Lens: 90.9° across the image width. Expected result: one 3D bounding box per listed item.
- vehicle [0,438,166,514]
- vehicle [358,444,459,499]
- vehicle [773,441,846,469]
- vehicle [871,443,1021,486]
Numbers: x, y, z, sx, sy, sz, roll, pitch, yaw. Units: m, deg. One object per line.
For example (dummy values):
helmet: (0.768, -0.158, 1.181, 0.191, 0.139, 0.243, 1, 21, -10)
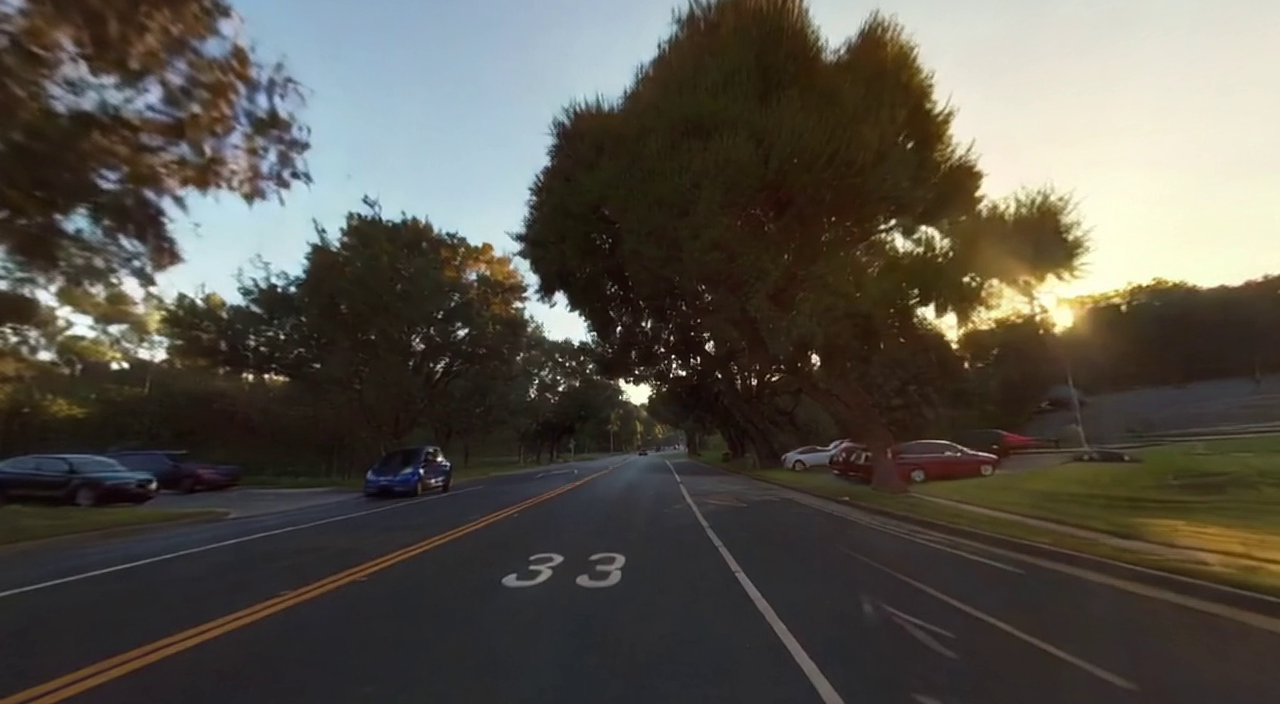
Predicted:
vehicle: (-15.878, 3.255, 16.798, 4.753, 1.850, 2.127, 0, -9, 1)
vehicle: (-8.607, 4.435, 23.917, 2.142, 1.723, 4.275, -3, -8, 1)
vehicle: (11.831, 7.203, 44.130, 4.537, 1.828, 2.020, -1, -9, 3)
vehicle: (10.996, 4.068, 22.895, 4.460, 1.456, 1.804, -1, -9, 3)
